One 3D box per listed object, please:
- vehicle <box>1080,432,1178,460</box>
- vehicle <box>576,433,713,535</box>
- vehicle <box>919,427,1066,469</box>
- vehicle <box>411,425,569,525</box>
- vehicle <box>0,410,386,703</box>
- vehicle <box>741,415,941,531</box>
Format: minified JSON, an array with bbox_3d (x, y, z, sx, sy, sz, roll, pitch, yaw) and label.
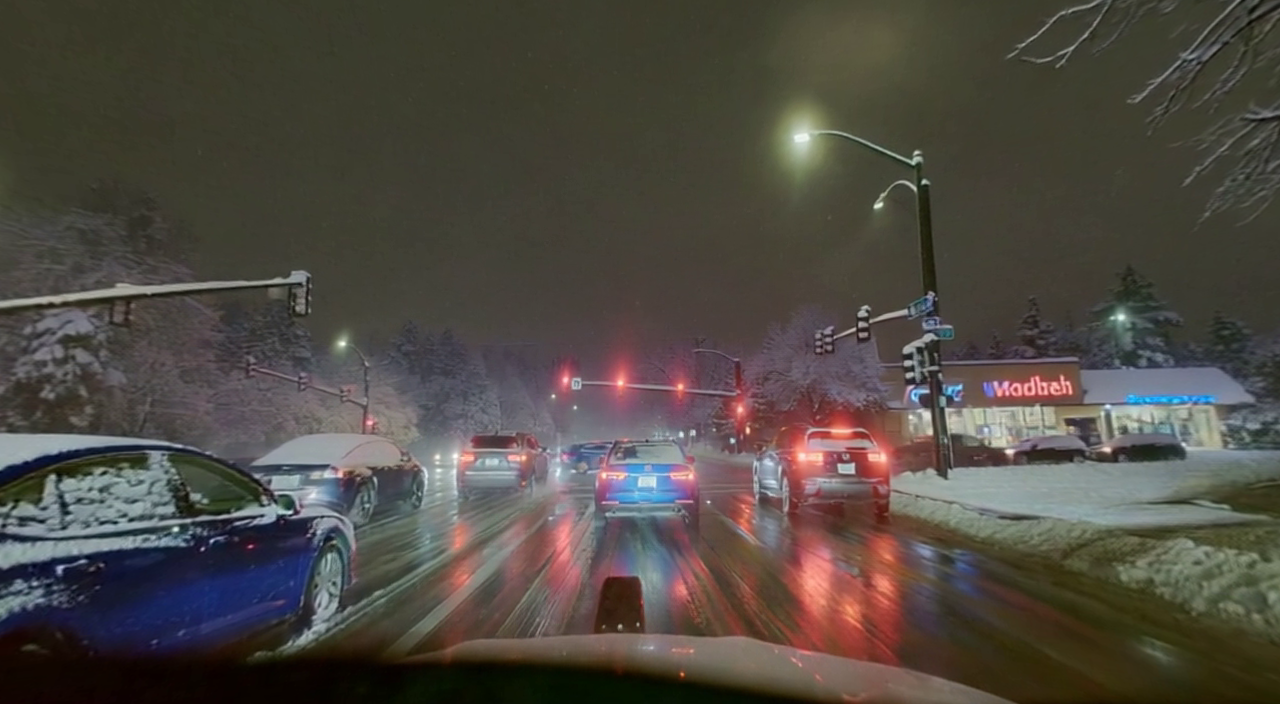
[{"bbox_3d":[30.553,5.899,39.441,4.432,1.680,1.932,0,-9,2],"label":"vehicle"},{"bbox_3d":[0.108,2.274,11.394,2.032,1.499,3.994,0,-9,1],"label":"vehicle"},{"bbox_3d":[17.471,4.808,31.561,5.829,1.977,2.379,-2,-9,10],"label":"vehicle"},{"bbox_3d":[-2.826,2.436,12.939,2.072,1.694,4.070,-1,-9,2],"label":"vehicle"},{"bbox_3d":[-3.329,1.135,3.425,2.014,1.472,4.357,0,-9,1],"label":"vehicle"},{"bbox_3d":[3.305,2.113,11.485,2.076,1.691,4.402,0,-9,-1],"label":"vehicle"}]
